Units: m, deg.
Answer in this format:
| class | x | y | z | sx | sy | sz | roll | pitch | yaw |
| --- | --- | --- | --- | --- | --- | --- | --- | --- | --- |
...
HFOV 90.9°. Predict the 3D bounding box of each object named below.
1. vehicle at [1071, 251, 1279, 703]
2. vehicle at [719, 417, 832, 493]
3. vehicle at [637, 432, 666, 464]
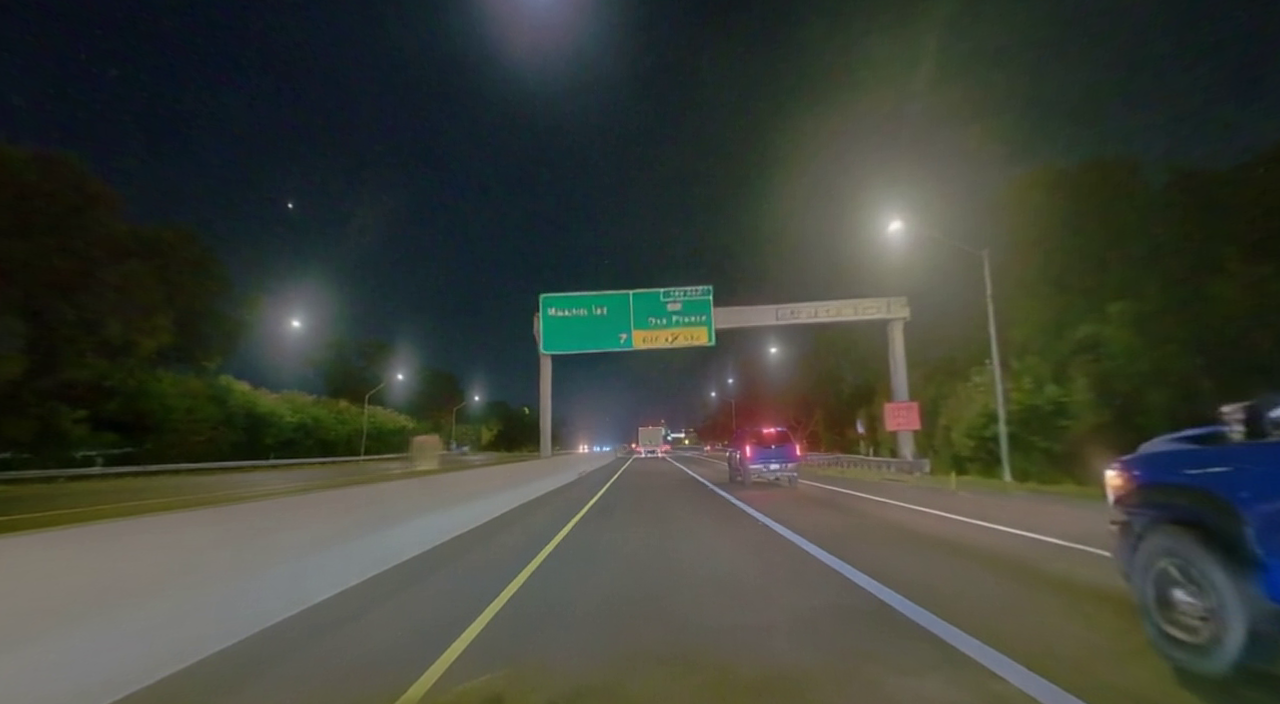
| class | x | y | z | sx | sy | sz | roll | pitch | yaw |
| --- | --- | --- | --- | --- | --- | --- | --- | --- | --- |
| vehicle | 3.535 | 0.424 | 0.971 | 2.145 | 2.069 | 5.057 | -1 | -9 | 1 |
| vehicle | 4.276 | 3.416 | 21.155 | 2.594 | 2.155 | 5.670 | -1 | -9 | 1 |
| vehicle | 0.890 | 7.404 | 48.665 | 2.099 | 2.260 | 4.899 | -1 | -9 | 0 |
